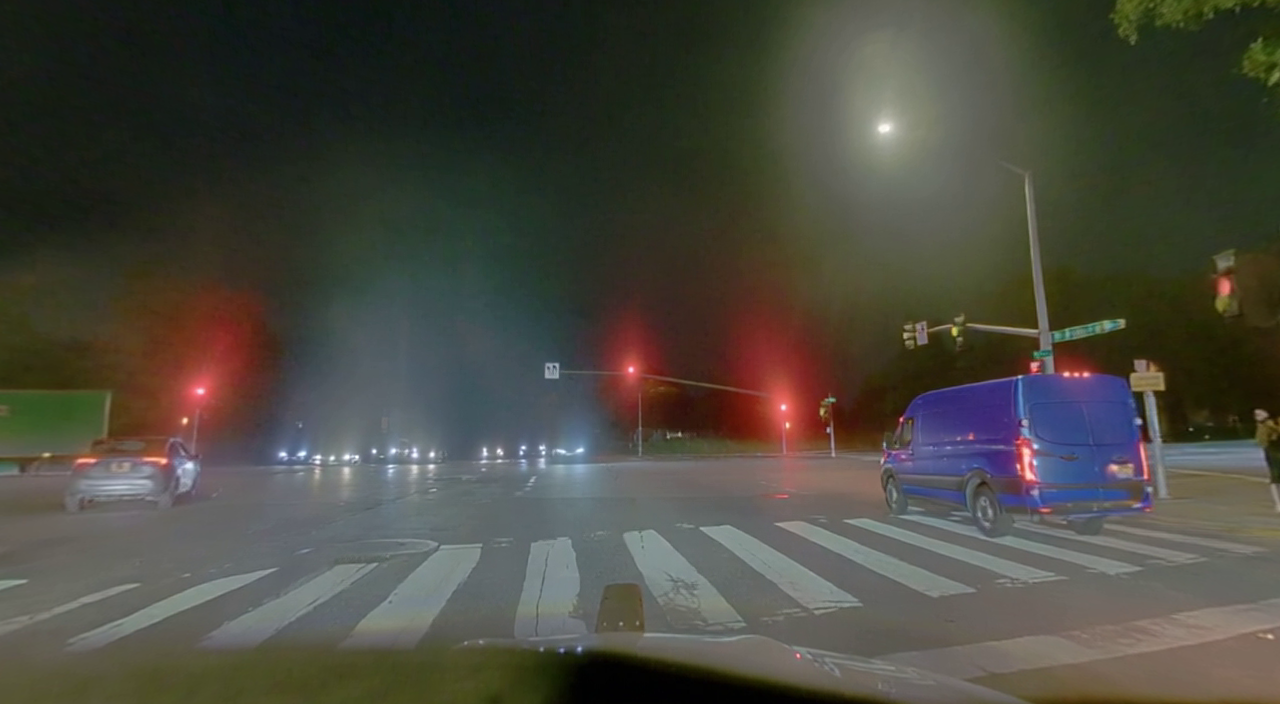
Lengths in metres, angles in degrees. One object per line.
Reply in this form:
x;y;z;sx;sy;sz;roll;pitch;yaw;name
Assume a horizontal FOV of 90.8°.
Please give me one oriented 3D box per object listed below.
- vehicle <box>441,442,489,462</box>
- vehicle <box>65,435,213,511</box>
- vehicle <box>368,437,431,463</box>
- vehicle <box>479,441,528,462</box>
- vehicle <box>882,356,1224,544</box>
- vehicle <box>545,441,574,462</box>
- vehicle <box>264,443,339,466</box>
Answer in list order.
-13.181;7.587;47.847;1.845;1.426;4.289;-1;-9;8;vehicle
-11.697;2.788;15.118;1.993;1.496;4.524;5;-10;-29;vehicle
-17.383;7.150;46.000;2.189;1.753;4.785;-1;-9;8;vehicle
-10.145;7.468;47.401;2.097;1.484;4.596;-1;-9;7;vehicle
6.545;1.690;11.172;2.332;2.511;5.326;0;-9;0;vehicle
-5.593;6.951;44.236;1.907;1.409;3.909;1;-9;-7;vehicle
-21.834;6.643;40.998;1.859;1.415;4.591;-1;-9;8;vehicle
